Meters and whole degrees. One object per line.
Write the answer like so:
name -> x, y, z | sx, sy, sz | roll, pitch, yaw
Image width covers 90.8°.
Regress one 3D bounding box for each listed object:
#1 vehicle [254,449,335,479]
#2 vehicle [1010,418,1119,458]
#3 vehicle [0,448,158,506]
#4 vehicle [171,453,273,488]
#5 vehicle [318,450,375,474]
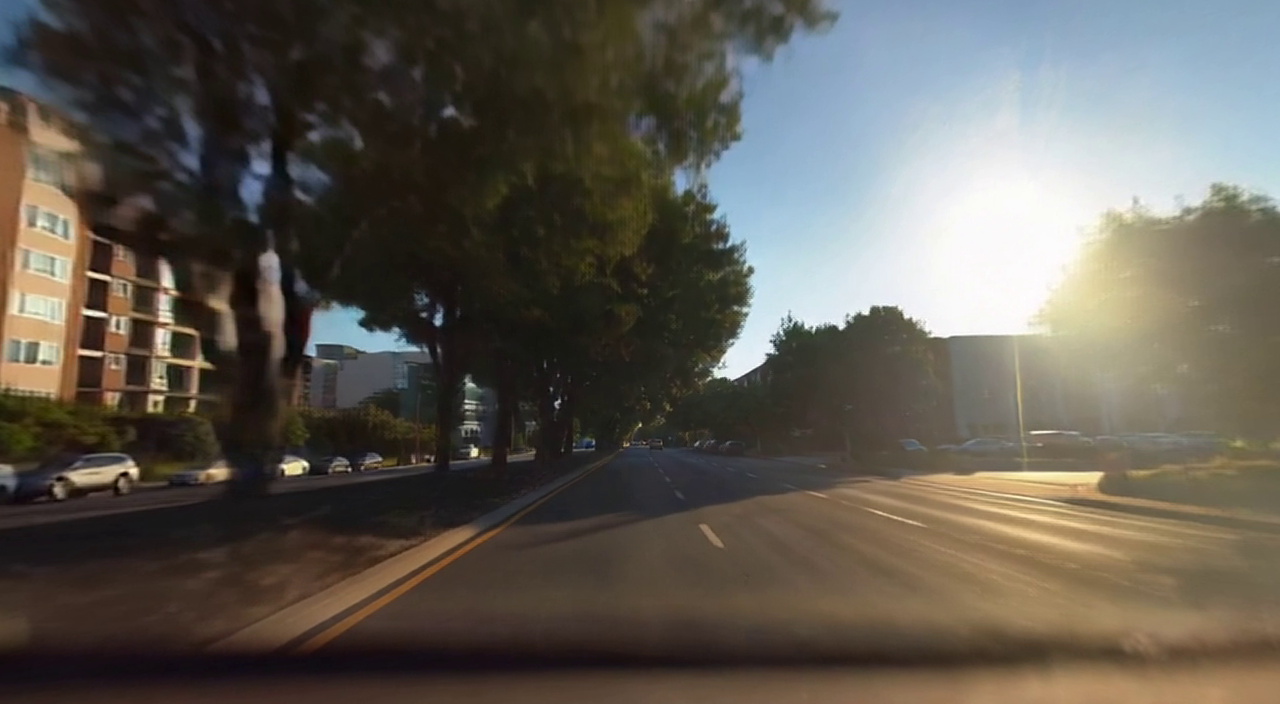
vehicle -> -19.711, 6.425, 36.301 | 1.920, 1.561, 4.654 | -1, -10, 2
vehicle -> 31.030, 6.284, 46.221 | 6.797, 2.774, 2.304 | 2, -9, -12
vehicle -> -21.186, 4.657, 24.055 | 1.879, 1.757, 4.656 | -3, -7, 3
vehicle -> -20.316, 5.753, 31.003 | 1.798, 1.487, 4.486 | 0, -8, 2
vehicle -> -19.820, 7.409, 42.842 | 1.959, 1.459, 4.150 | 0, -8, -2
